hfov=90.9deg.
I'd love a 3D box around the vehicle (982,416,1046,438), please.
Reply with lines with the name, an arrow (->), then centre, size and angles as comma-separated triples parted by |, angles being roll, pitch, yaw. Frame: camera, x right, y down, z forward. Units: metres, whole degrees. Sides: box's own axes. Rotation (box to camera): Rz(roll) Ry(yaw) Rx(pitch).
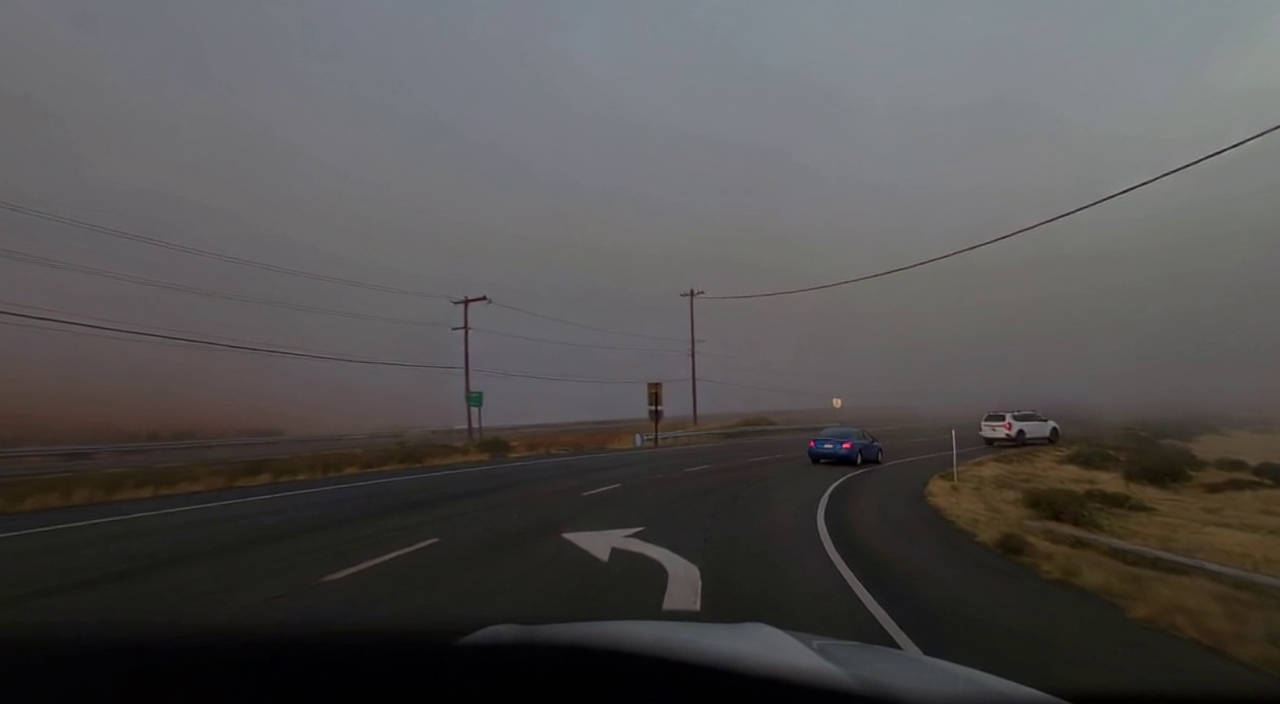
vehicle -> 26.509, 5.363, 44.656 | 4.307, 1.465, 1.836 | 4, -9, -28

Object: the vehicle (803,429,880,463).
vehicle -> 9.208, 4.236, 28.588 | 2.026, 1.407, 4.374 | -6, -10, 35
